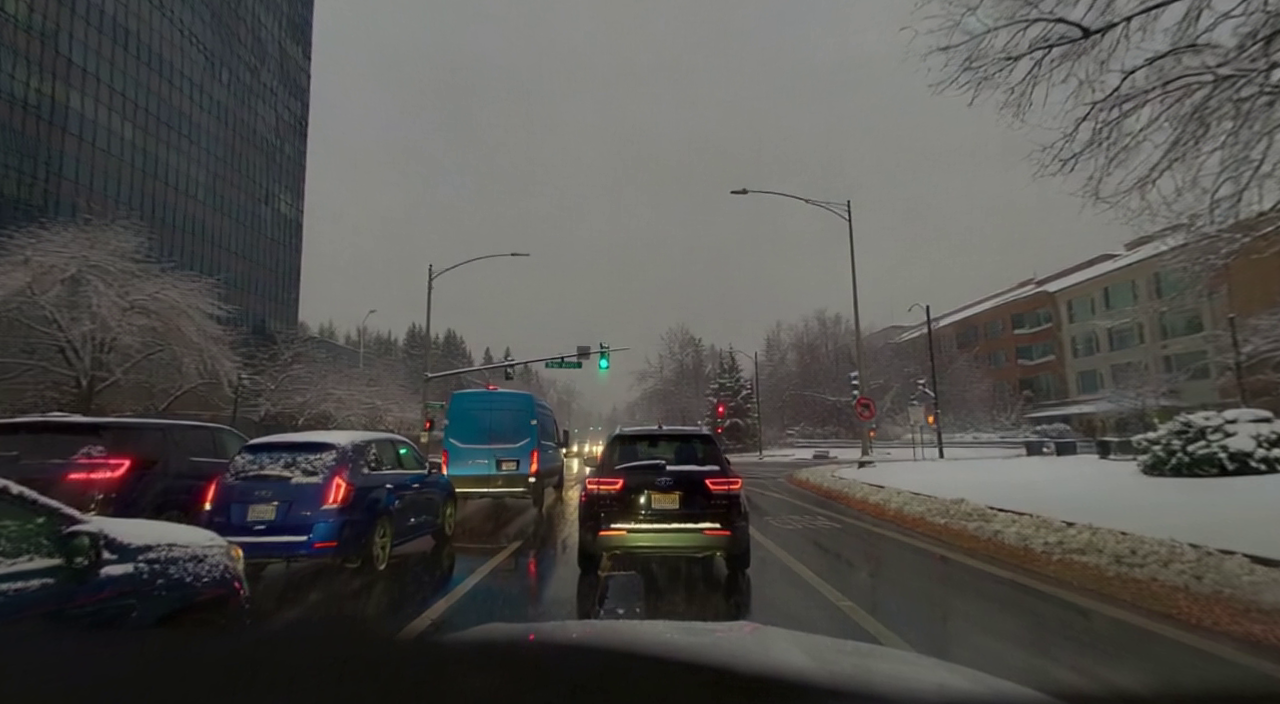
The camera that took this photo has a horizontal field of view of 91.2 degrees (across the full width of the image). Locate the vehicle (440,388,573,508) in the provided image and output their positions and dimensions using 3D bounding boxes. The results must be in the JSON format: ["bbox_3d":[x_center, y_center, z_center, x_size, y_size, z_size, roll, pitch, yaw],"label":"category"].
[{"bbox_3d":[-3.269,2.565,16.805,2.343,2.635,5.684,0,-9,0],"label":"vehicle"}]

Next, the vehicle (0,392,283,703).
[{"bbox_3d":[-2.906,0.819,1.504,1.893,1.491,3.798,0,-9,-1],"label":"vehicle"}]

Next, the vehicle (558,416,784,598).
[{"bbox_3d":[0.195,1.639,7.378,1.979,1.562,3.630,0,-9,-3],"label":"vehicle"}]

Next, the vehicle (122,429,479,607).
[{"bbox_3d":[-3.482,1.767,7.578,1.955,1.499,4.223,0,-9,0],"label":"vehicle"}]

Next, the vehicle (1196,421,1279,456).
[{"bbox_3d":[28.377,4.000,28.639,1.762,1.487,4.488,-1,-9,1],"label":"vehicle"}]
